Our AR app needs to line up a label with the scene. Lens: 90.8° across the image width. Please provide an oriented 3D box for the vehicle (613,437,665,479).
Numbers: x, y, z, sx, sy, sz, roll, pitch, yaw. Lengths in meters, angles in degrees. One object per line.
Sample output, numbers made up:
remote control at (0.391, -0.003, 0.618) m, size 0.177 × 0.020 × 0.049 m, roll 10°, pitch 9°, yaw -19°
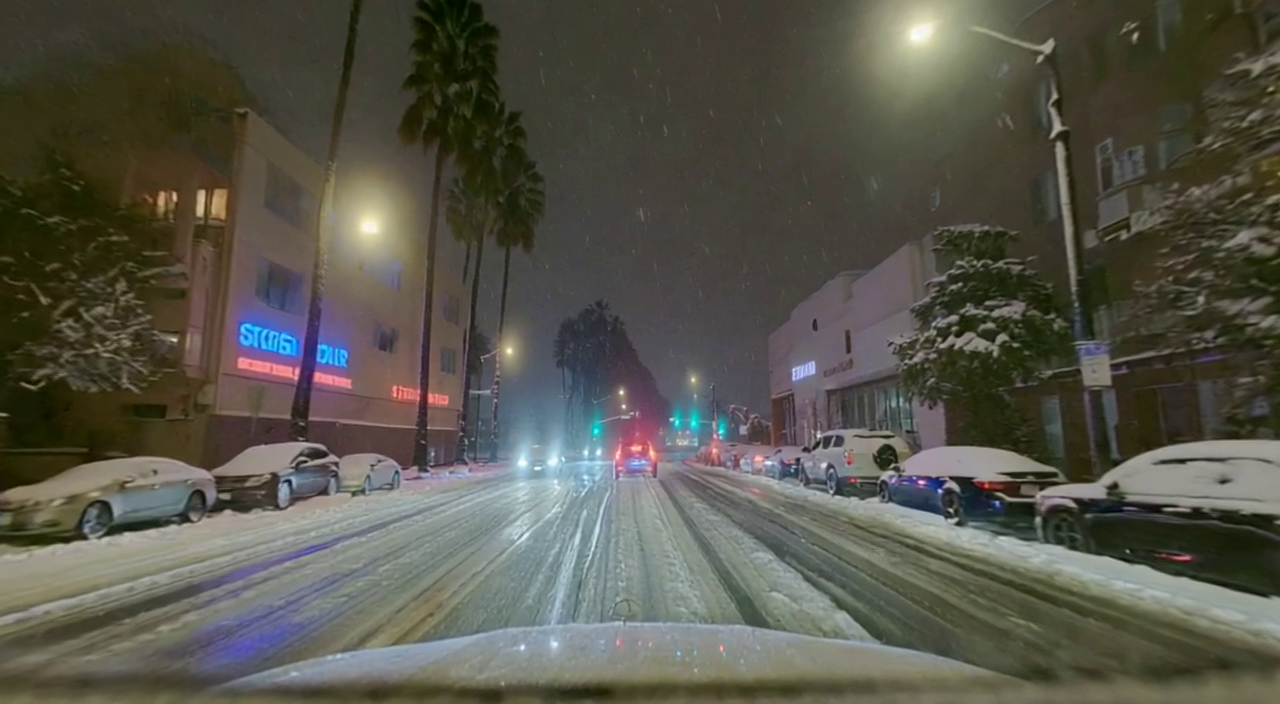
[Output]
vehicle at (-0.078, 4.627, 27.798) m, size 2.063 × 1.664 × 4.471 m, roll 0°, pitch -8°, yaw -1°

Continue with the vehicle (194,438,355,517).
vehicle at (-9.791, 3.319, 17.440) m, size 1.818 × 1.740 × 4.555 m, roll -3°, pitch -7°, yaw -1°

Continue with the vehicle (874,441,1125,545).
vehicle at (6.210, 2.437, 11.774) m, size 1.786 × 1.492 × 4.874 m, roll 0°, pitch -8°, yaw 0°

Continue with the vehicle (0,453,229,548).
vehicle at (-9.908, 2.661, 11.973) m, size 1.640 × 1.461 × 3.936 m, roll 0°, pitch -9°, yaw -1°

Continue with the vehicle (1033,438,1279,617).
vehicle at (6.394, 1.616, 6.188) m, size 1.864 × 1.515 × 4.763 m, roll 0°, pitch -8°, yaw -3°

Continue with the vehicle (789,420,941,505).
vehicle at (6.279, 3.166, 18.628) m, size 2.257 × 2.074 × 5.857 m, roll 0°, pitch -8°, yaw 0°

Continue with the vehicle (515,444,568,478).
vehicle at (-4.524, 5.026, 29.506) m, size 1.916 × 1.453 × 4.315 m, roll 0°, pitch -8°, yaw -2°
